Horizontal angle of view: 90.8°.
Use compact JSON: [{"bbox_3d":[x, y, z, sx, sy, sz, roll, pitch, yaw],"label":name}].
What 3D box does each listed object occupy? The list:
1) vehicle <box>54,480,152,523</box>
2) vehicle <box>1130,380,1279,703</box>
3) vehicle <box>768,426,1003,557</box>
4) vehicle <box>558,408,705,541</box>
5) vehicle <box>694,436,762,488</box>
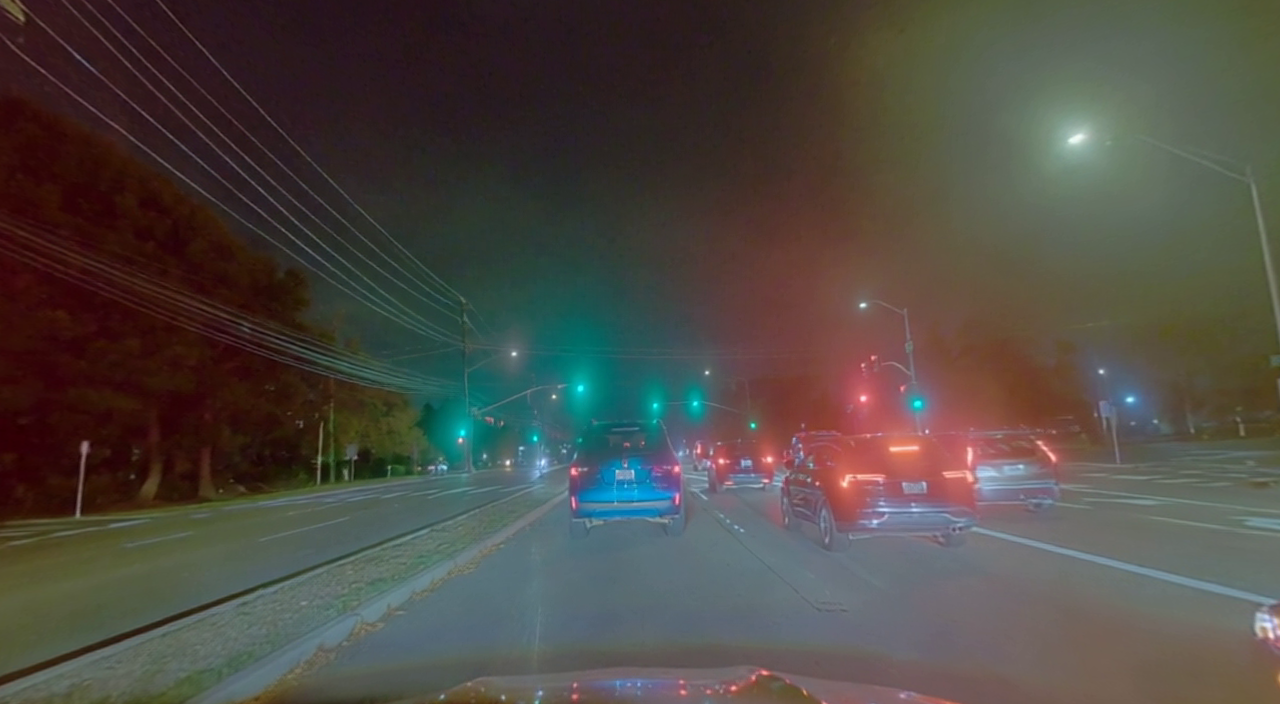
[{"bbox_3d":[-26.383,7.361,31.024,4.526,1.715,1.989,-10,-13,27],"label":"vehicle"},{"bbox_3d":[3.292,0.638,0.788,1.889,1.517,4.308,0,-8,0],"label":"vehicle"},{"bbox_3d":[3.457,2.034,9.995,1.880,1.579,4.401,0,-8,-1],"label":"vehicle"},{"bbox_3d":[-0.164,2.187,11.844,2.231,1.998,4.254,0,-8,-1],"label":"vehicle"},{"bbox_3d":[3.219,4.084,23.853,1.915,1.765,4.047,0,-8,-1],"label":"vehicle"}]
